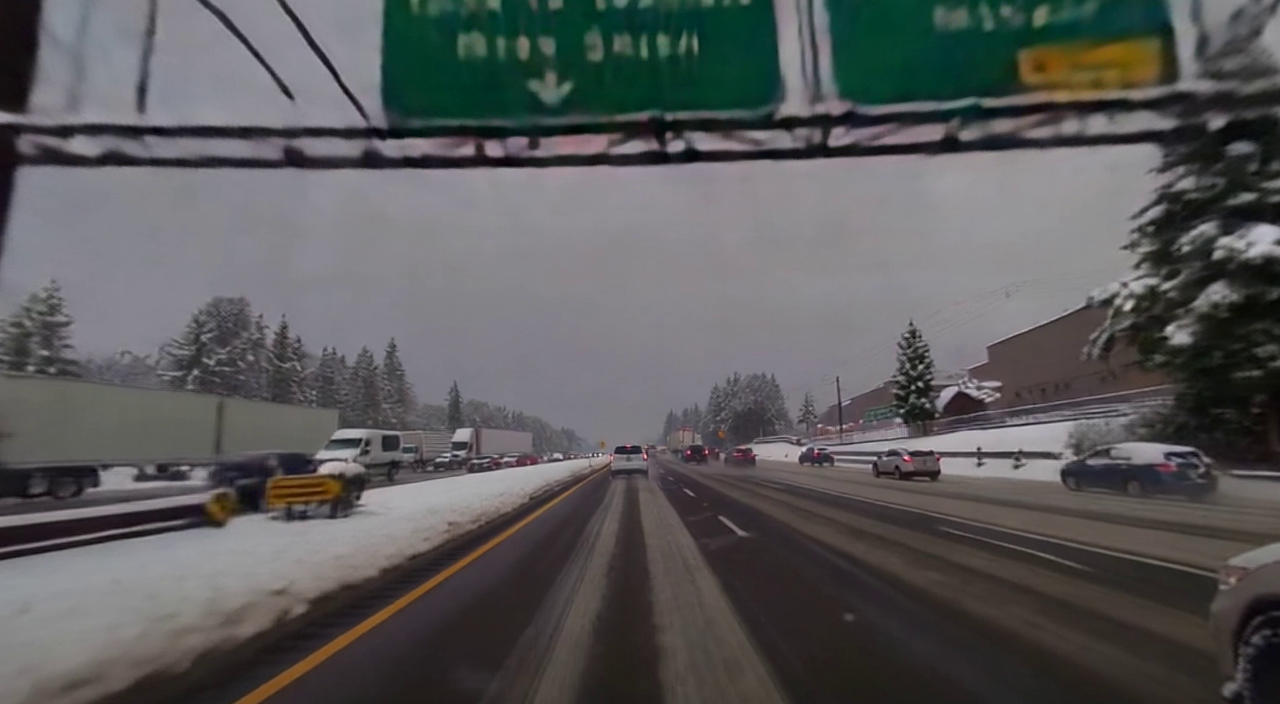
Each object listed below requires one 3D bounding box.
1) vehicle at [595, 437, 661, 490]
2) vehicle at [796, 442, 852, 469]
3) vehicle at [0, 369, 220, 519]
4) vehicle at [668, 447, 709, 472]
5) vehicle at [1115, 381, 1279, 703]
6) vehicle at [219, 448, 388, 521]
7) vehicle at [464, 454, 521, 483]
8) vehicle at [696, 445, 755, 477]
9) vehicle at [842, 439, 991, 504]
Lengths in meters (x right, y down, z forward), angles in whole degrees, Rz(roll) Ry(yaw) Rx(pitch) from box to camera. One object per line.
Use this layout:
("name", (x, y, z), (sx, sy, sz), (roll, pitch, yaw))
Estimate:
("vehicle", (-0.455, 4.204, 24.168), (2.298, 1.809, 4.359), (0, -9, -1))
("vehicle", (11.010, 6.221, 38.060), (1.901, 1.485, 4.483), (0, -9, -2))
("vehicle", (-18.356, 2.957, 20.128), (3.068, 3.921, 9.552), (0, -9, 1))
("vehicle", (3.002, 6.710, 39.784), (2.115, 1.481, 3.968), (0, -9, -2))
("vehicle", (3.407, 0.719, 1.245), (1.967, 1.547, 3.777), (0, -9, 0))
("vehicle", (-8.069, 3.174, 15.664), (1.931, 1.541, 4.018), (0, -9, 0))
("vehicle", (-8.253, 6.526, 35.759), (2.086, 1.477, 4.438), (0, -9, 1))
("vehicle", (4.166, 5.360, 31.382), (1.934, 1.461, 4.368), (1, -9, -5))
("vehicle", (7.049, 3.074, 16.689), (1.958, 1.473, 4.201), (0, -8, -1))
